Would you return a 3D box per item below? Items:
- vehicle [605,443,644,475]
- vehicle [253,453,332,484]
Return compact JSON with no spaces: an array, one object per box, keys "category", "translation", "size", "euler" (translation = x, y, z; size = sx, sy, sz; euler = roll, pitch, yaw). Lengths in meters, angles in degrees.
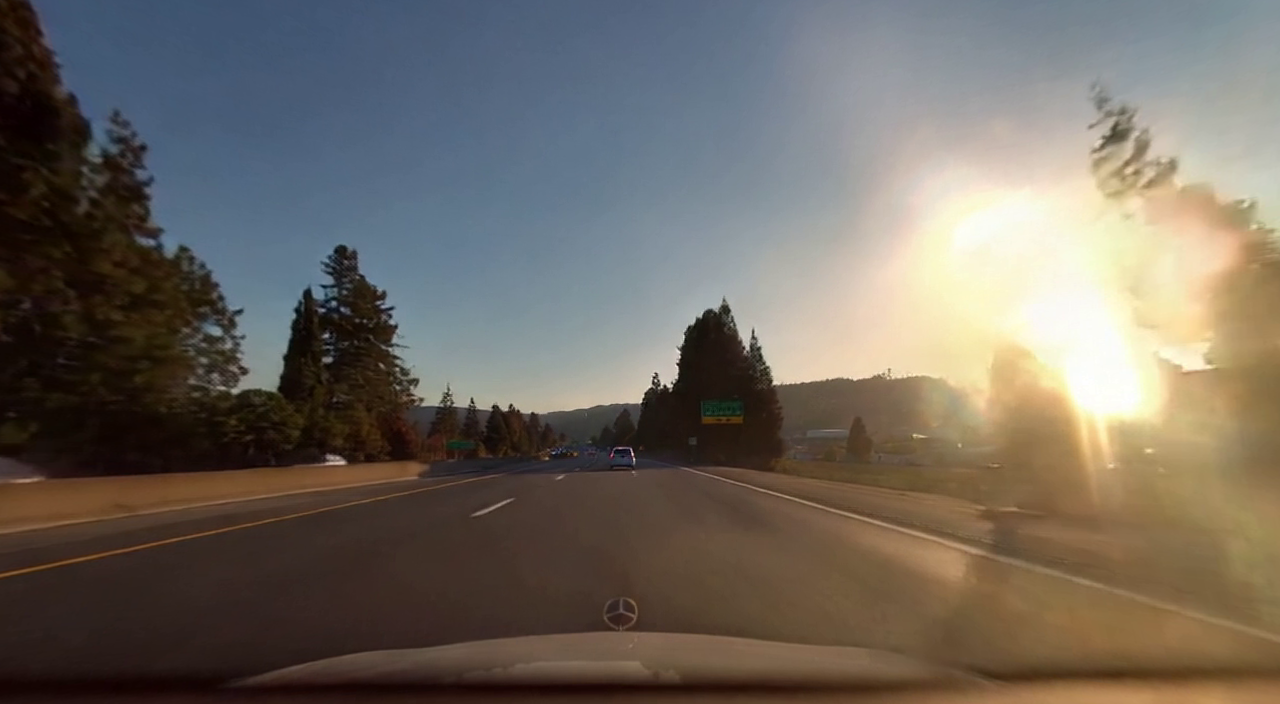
[{"category":"vehicle","translation":[-0.837,6.157,36.334],"size":[2.120,1.715,4.153],"euler":[0,-9,0]},{"category":"vehicle","translation":[-18.318,6.141,33.344],"size":[1.856,1.463,4.226],"euler":[0,-9,-1]}]
